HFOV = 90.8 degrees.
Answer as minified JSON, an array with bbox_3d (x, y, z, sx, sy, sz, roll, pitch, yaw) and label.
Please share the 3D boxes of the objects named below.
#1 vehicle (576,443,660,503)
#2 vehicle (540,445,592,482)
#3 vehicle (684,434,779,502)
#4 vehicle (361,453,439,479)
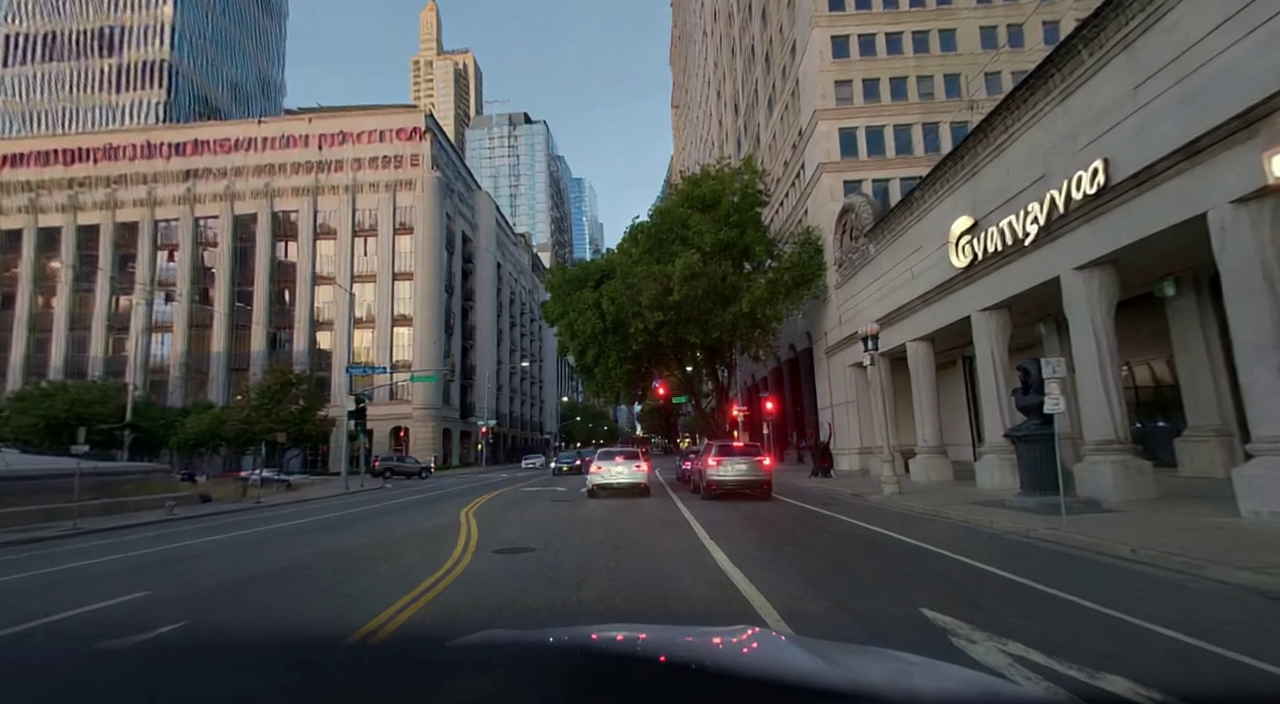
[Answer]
[{"bbox_3d":[-0.574,3.353,17.957,2.096,1.492,4.071,0,-9,-1],"label":"vehicle"},{"bbox_3d":[-3.522,5.403,30.965,2.045,1.633,4.864,0,-9,-2],"label":"vehicle"},{"bbox_3d":[2.588,3.437,19.078,2.096,1.775,4.440,0,-9,-1],"label":"vehicle"},{"bbox_3d":[-17.612,8.376,46.564,4.855,1.769,2.071,0,-9,1],"label":"vehicle"}]
